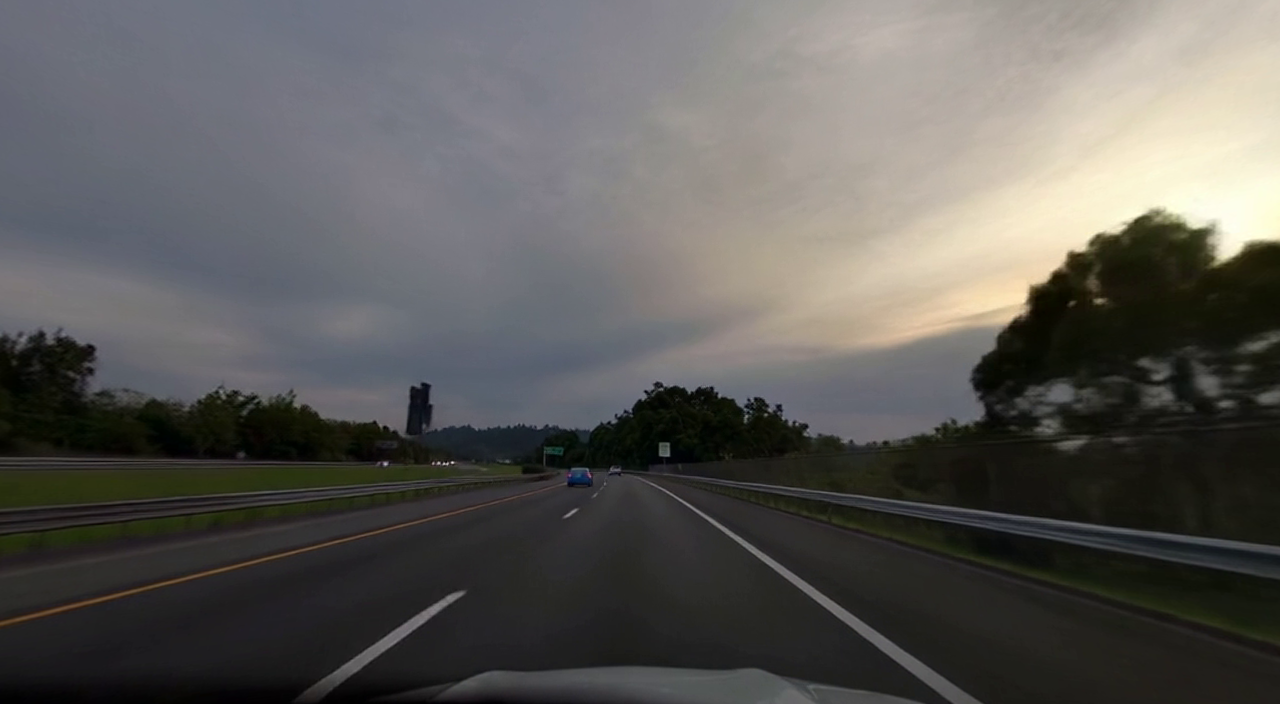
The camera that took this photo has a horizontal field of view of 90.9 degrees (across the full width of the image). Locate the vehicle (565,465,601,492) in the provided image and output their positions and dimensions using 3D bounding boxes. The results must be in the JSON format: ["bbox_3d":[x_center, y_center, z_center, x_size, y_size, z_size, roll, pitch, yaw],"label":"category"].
[{"bbox_3d":[-3.567,7.992,39.969,1.967,1.556,4.364,1,-10,-2],"label":"vehicle"}]
